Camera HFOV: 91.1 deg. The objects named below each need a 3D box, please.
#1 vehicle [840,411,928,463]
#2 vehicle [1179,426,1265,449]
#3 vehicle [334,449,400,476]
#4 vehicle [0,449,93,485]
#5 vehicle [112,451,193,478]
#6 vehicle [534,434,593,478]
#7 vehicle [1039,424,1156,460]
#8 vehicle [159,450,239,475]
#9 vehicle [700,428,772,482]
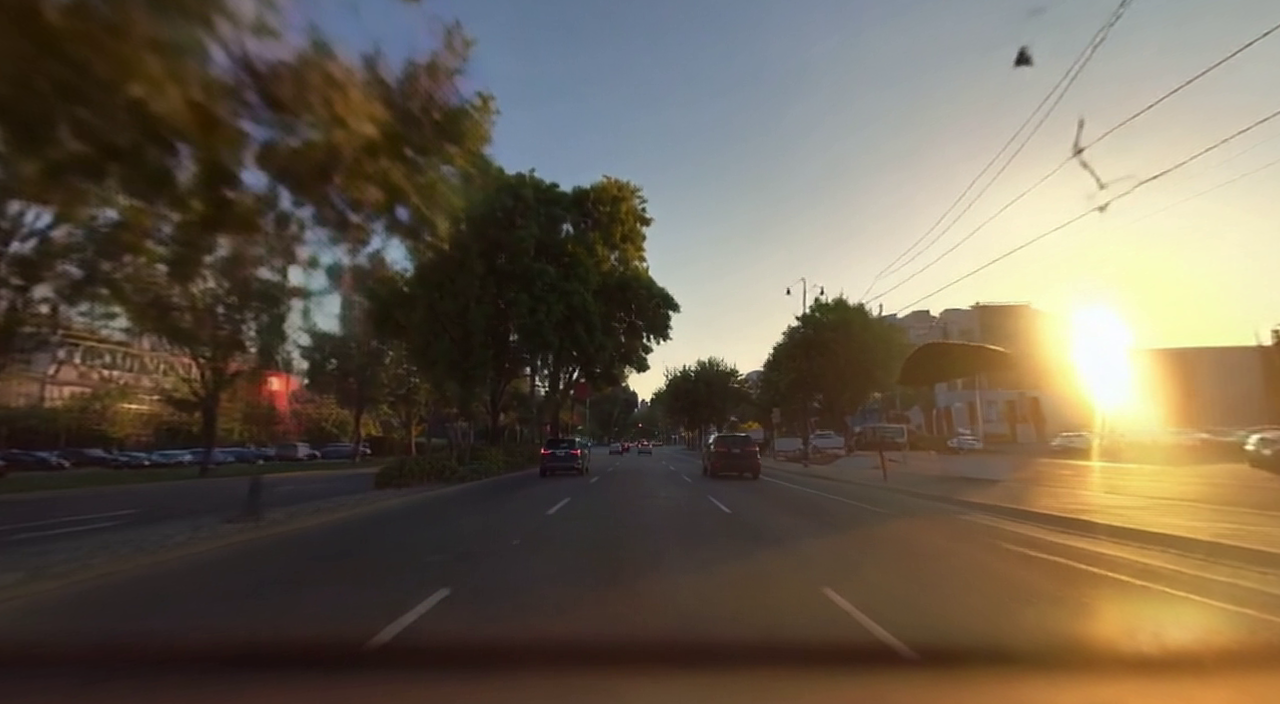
[{"bbox_3d":[16.261,5.855,42.488,2.919,3.125,7.218,2,-10,-1],"label":"vehicle"},{"bbox_3d":[38.915,5.726,42.066,3.796,1.381,1.757,-3,-9,5],"label":"vehicle"},{"bbox_3d":[-15.573,6.308,36.018,1.790,1.430,4.298,0,-8,1],"label":"vehicle"},{"bbox_3d":[-33.544,6.249,34.403,2.099,1.792,5.422,0,-8,1],"label":"vehicle"},{"bbox_3d":[-35.957,8.275,46.482,2.037,1.759,4.920,0,-8,0],"label":"vehicle"},{"bbox_3d":[-3.263,4.523,27.627,2.014,1.775,4.404,0,-8,1],"label":"vehicle"},{"bbox_3d":[29.282,5.798,40.332,5.686,2.220,2.112,0,-9,3],"label":"vehicle"},{"bbox_3d":[-32.810,8.195,46.897,2.067,1.643,4.998,-1,-8,4],"label":"vehicle"},{"bbox_3d":[3.630,4.007,24.650,2.024,1.921,4.431,0,-8,-1],"label":"vehicle"}]
